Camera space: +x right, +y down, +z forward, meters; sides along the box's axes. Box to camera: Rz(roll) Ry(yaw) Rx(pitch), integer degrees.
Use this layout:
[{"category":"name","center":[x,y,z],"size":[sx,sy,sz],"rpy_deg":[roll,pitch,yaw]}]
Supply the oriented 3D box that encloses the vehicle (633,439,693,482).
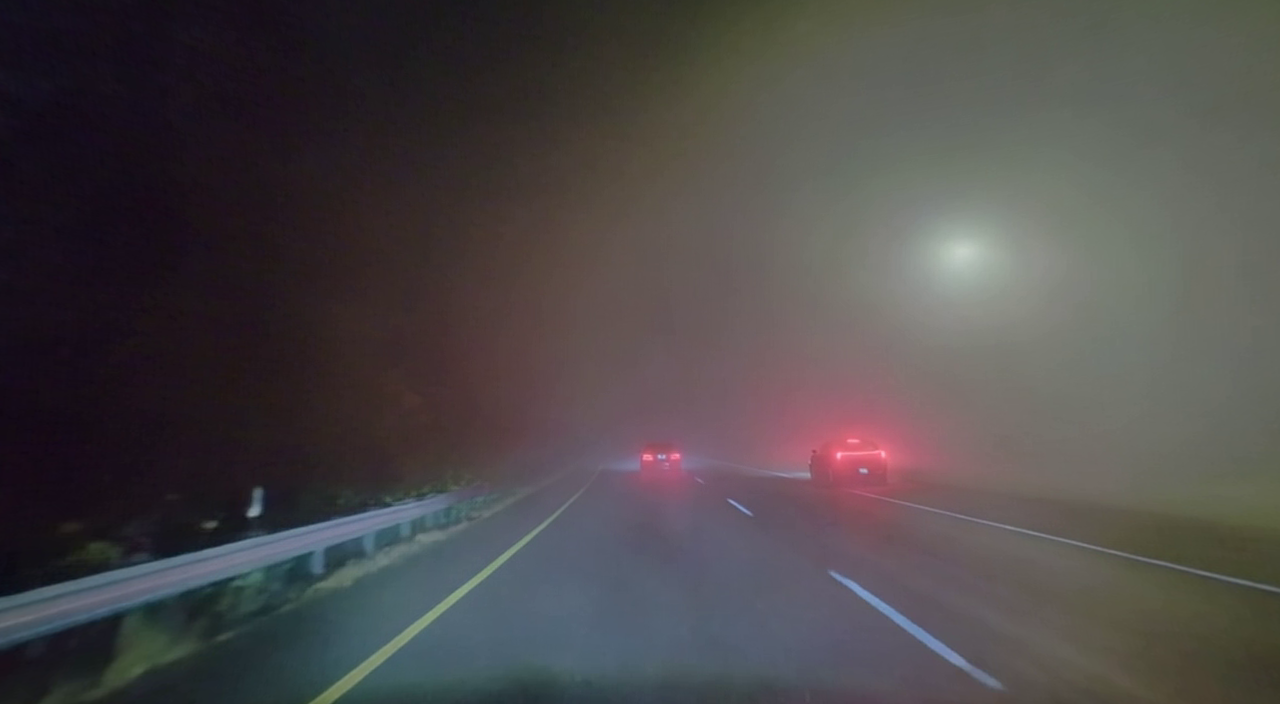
[{"category":"vehicle","center":[0.777,4.110,24.254],"size":[2.029,1.474,4.183],"rpy_deg":[0,-8,-2]}]
